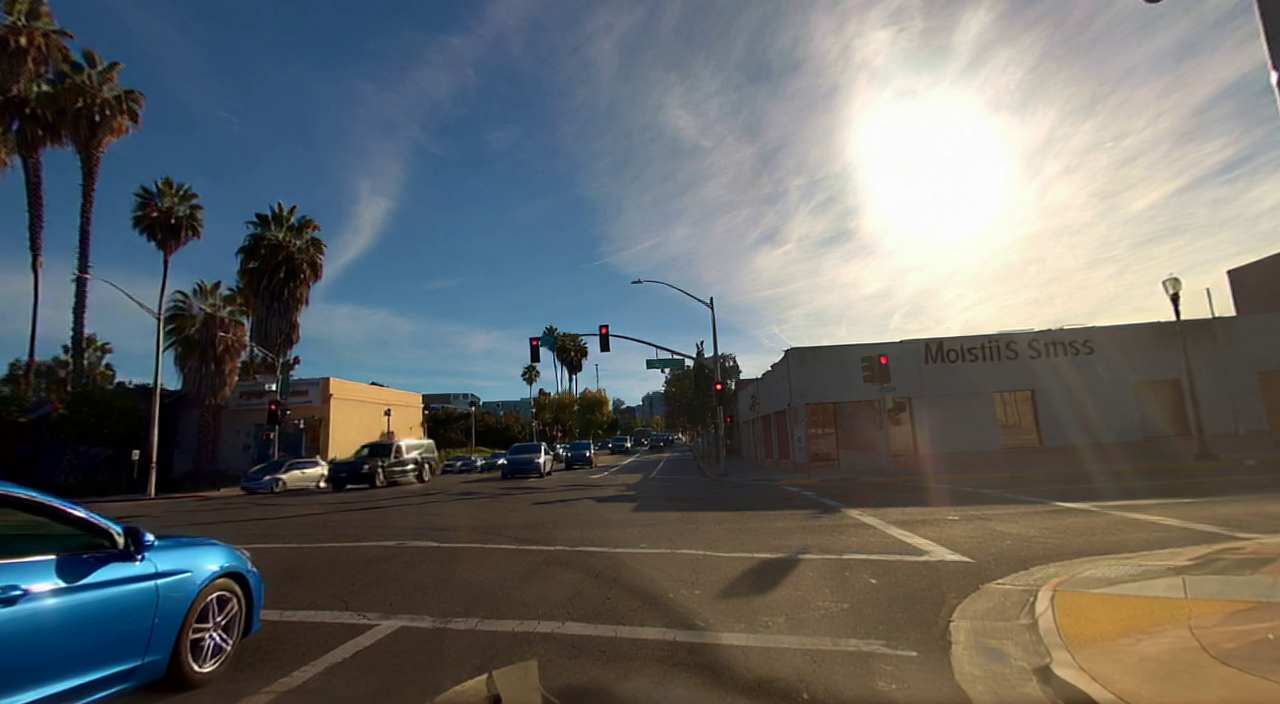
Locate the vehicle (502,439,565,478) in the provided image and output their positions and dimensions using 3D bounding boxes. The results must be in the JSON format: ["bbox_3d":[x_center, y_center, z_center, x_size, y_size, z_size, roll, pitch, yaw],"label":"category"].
[{"bbox_3d":[-5.027,5.093,30.538,2.092,1.709,4.775,0,-9,2],"label":"vehicle"}]

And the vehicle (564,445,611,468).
[{"bbox_3d":[-3.513,7.078,42.935,1.839,1.468,4.549,-2,-9,13],"label":"vehicle"}]

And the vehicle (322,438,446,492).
[{"bbox_3d":[-9.573,4.263,24.267,2.152,1.825,5.406,-1,-9,4],"label":"vehicle"}]

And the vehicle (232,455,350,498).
[{"bbox_3d":[-13.299,4.748,24.427,1.880,1.440,4.418,-1,-9,3],"label":"vehicle"}]

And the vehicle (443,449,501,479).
[{"bbox_3d":[-10.988,7.338,41.642,1.870,1.705,4.426,-7,-10,11],"label":"vehicle"}]

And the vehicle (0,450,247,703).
[{"bbox_3d":[-3.706,1.025,2.256,1.850,1.325,4.295,0,-9,0],"label":"vehicle"}]
